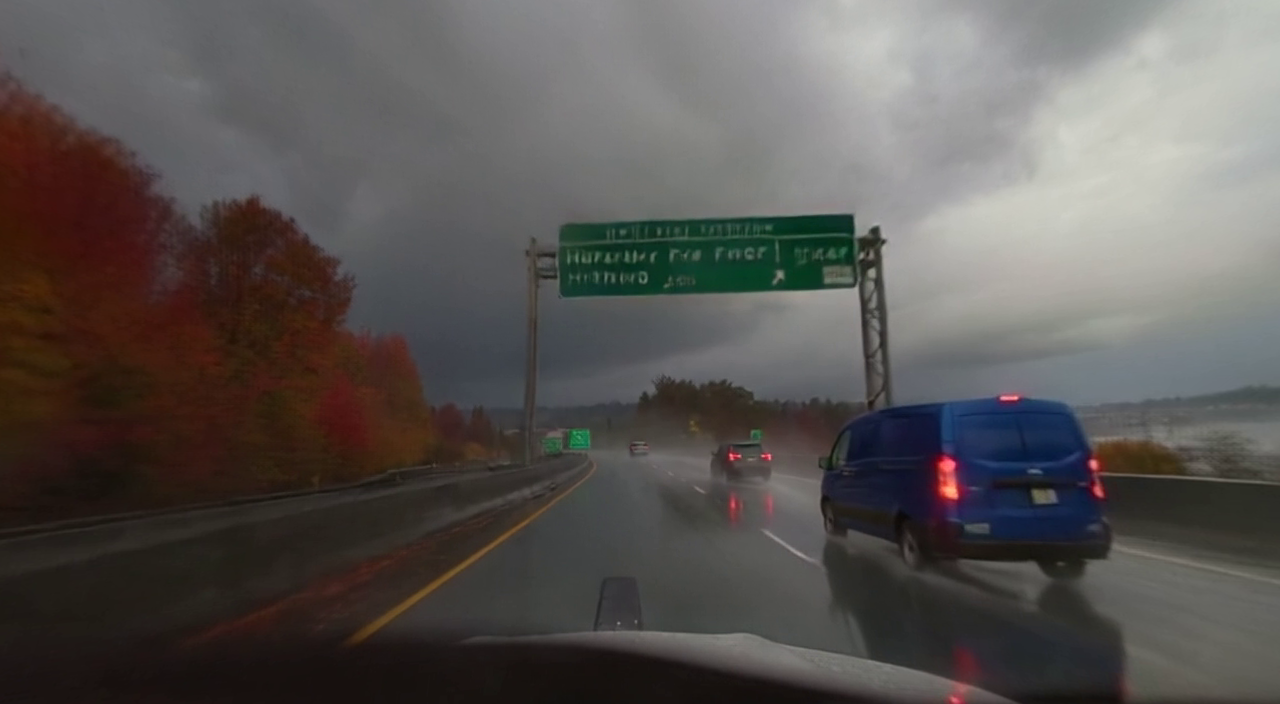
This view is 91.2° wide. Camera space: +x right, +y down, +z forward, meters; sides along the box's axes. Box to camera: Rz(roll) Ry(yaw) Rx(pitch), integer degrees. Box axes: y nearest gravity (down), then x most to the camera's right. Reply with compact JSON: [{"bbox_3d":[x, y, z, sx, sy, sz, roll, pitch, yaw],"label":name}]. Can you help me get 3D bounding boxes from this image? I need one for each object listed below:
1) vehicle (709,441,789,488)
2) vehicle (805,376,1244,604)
[{"bbox_3d":[3.840,4.036,22.756,1.952,1.536,4.036,0,-9,-3],"label":"vehicle"},{"bbox_3d":[3.965,1.555,7.916,2.205,1.923,4.956,0,-9,-2],"label":"vehicle"}]
